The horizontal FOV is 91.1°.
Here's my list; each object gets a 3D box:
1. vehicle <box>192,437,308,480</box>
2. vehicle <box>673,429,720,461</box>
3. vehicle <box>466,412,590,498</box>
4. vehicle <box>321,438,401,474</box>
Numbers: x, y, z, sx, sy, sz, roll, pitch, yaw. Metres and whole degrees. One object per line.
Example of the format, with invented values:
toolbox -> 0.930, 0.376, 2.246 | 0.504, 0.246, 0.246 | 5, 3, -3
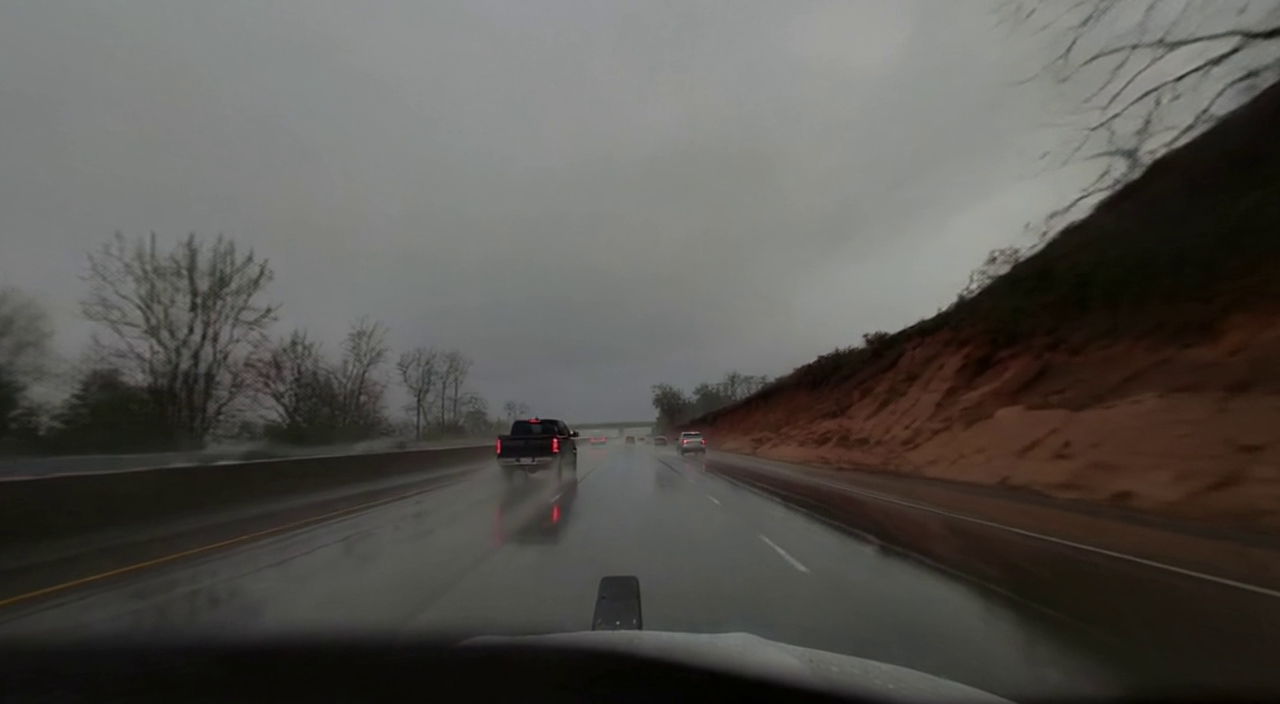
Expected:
vehicle -> -15.815, 4.308, 25.859 | 1.939, 1.553, 4.619 | 0, -8, -2
vehicle -> 3.164, 5.323, 36.078 | 2.124, 1.696, 4.173 | 0, -8, -2
vehicle -> -2.555, 2.495, 15.661 | 2.185, 1.772, 4.656 | -1, -8, 0
vehicle -> -12.422, 4.609, 28.313 | 1.832, 1.464, 4.110 | 0, -8, -2
